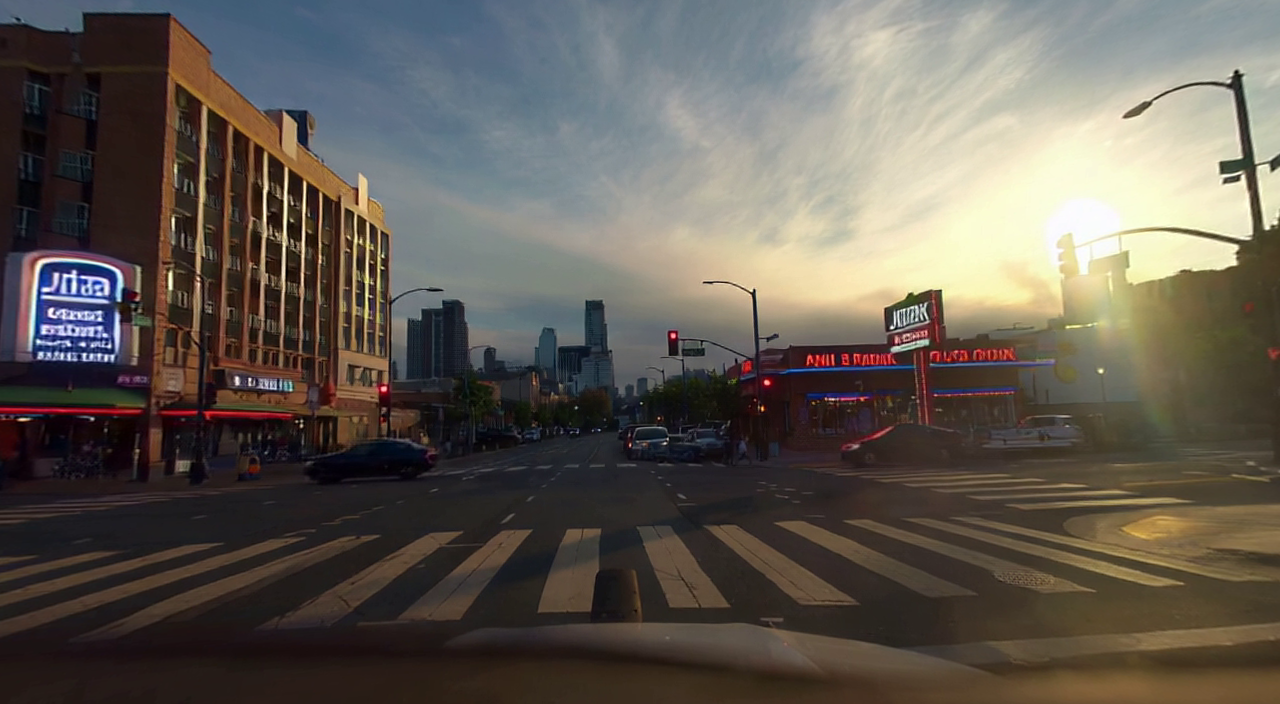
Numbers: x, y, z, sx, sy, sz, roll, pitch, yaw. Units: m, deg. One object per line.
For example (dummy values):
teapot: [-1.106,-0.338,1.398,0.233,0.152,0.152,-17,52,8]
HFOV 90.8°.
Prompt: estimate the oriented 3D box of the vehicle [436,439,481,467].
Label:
vehicle: [-10.895,6.098,38.206,1.885,1.545,4.124,1,-8,-6]

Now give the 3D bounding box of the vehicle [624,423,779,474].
vehicle: [1.916,3.105,20.417,4.612,1.521,1.811,1,-9,-10]

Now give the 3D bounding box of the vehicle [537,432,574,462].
vehicle: [-5.111,5.801,38.615,1.976,1.683,4.117,0,-8,-4]

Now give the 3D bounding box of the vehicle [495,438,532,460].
vehicle: [-8.621,6.670,43.530,1.906,1.402,4.904,0,-8,-5]

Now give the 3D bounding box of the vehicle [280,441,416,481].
vehicle: [-11.300,4.233,24.715,4.475,1.458,1.681,1,-9,-8]

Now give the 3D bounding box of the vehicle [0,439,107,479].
vehicle: [-31.562,5.630,33.532,2.205,1.903,5.877,1,-9,-10]

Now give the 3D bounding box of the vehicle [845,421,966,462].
vehicle: [11.554,3.902,27.629,4.513,1.682,1.810,1,-9,-8]

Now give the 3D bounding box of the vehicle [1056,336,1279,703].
vehicle: [3.016,0.606,0.869,1.866,1.654,4.354,0,-8,0]
